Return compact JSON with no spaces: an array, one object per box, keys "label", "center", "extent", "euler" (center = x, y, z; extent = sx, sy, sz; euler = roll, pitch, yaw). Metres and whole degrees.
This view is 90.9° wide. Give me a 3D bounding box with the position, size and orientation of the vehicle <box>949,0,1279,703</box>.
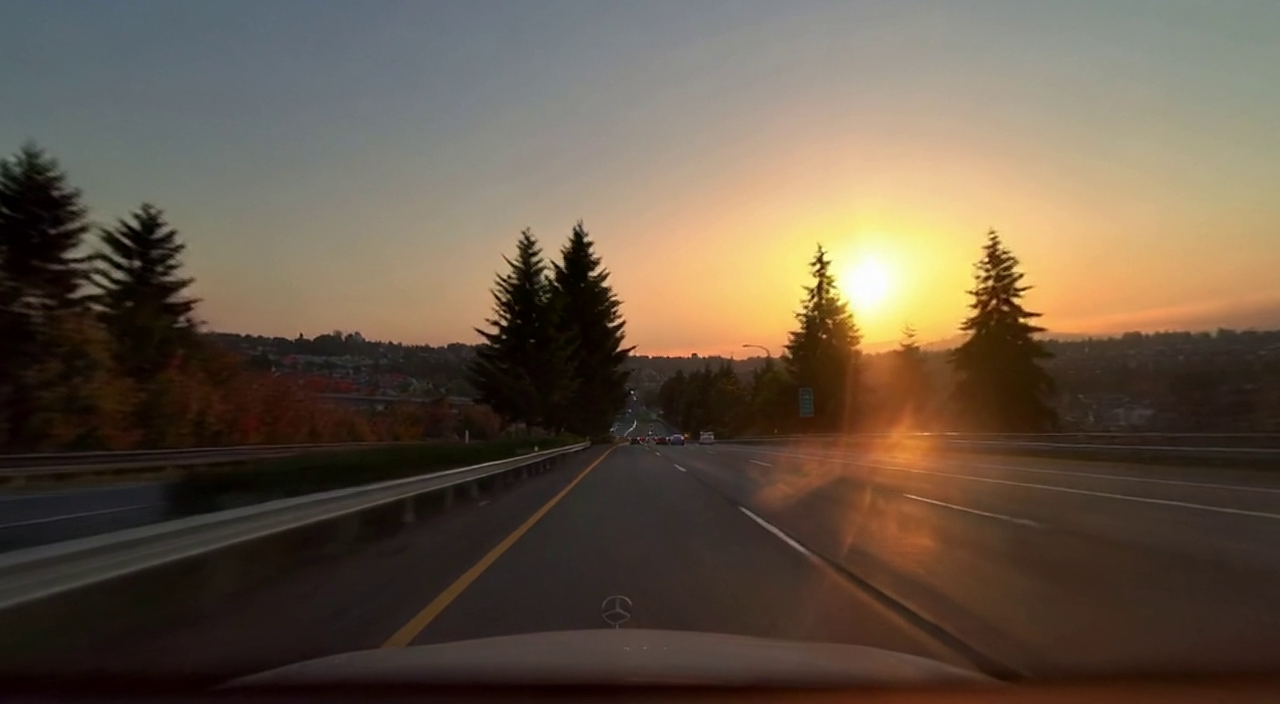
[{"label":"vehicle","center":[3.583,-0.395,1.011],"extent":[3.004,3.894,5.738],"euler":[0,-8,-1]}]
